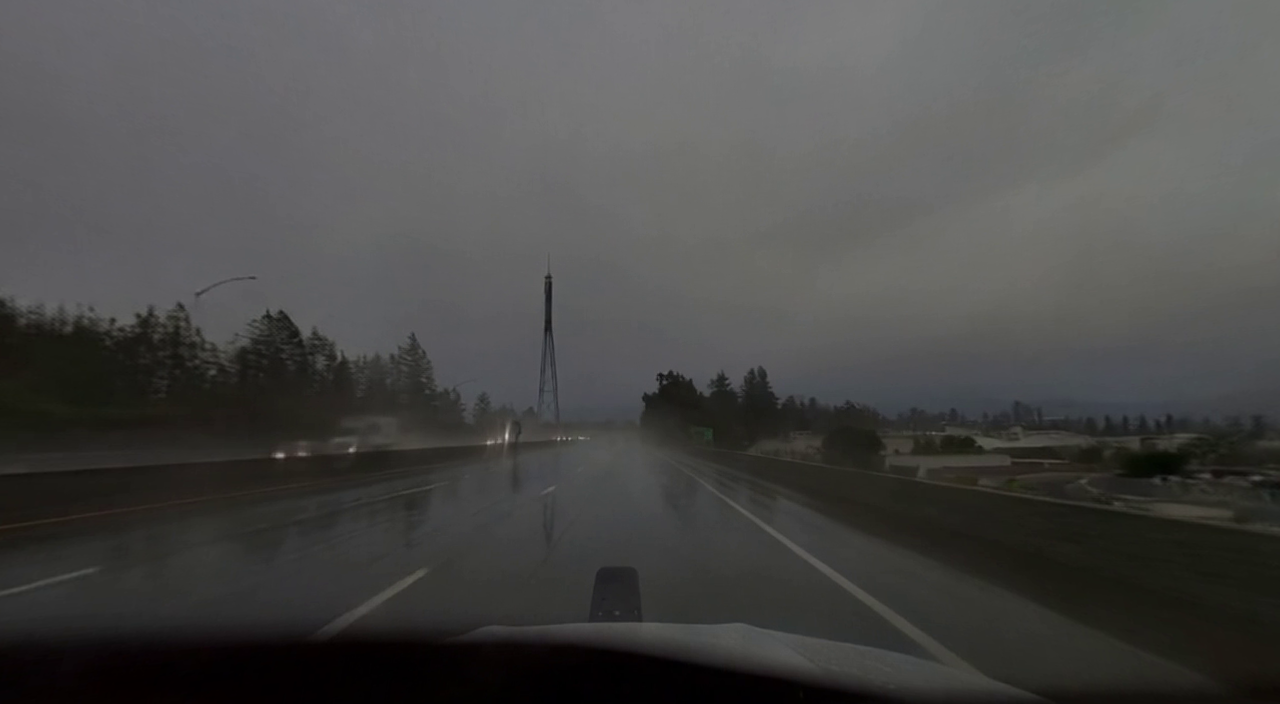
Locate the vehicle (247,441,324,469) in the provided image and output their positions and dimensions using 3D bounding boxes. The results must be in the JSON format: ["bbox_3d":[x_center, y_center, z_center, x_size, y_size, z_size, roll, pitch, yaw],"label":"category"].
[{"bbox_3d":[-20.371,5.922,36.401,1.885,1.507,4.484,0,-8,-1],"label":"vehicle"}]
